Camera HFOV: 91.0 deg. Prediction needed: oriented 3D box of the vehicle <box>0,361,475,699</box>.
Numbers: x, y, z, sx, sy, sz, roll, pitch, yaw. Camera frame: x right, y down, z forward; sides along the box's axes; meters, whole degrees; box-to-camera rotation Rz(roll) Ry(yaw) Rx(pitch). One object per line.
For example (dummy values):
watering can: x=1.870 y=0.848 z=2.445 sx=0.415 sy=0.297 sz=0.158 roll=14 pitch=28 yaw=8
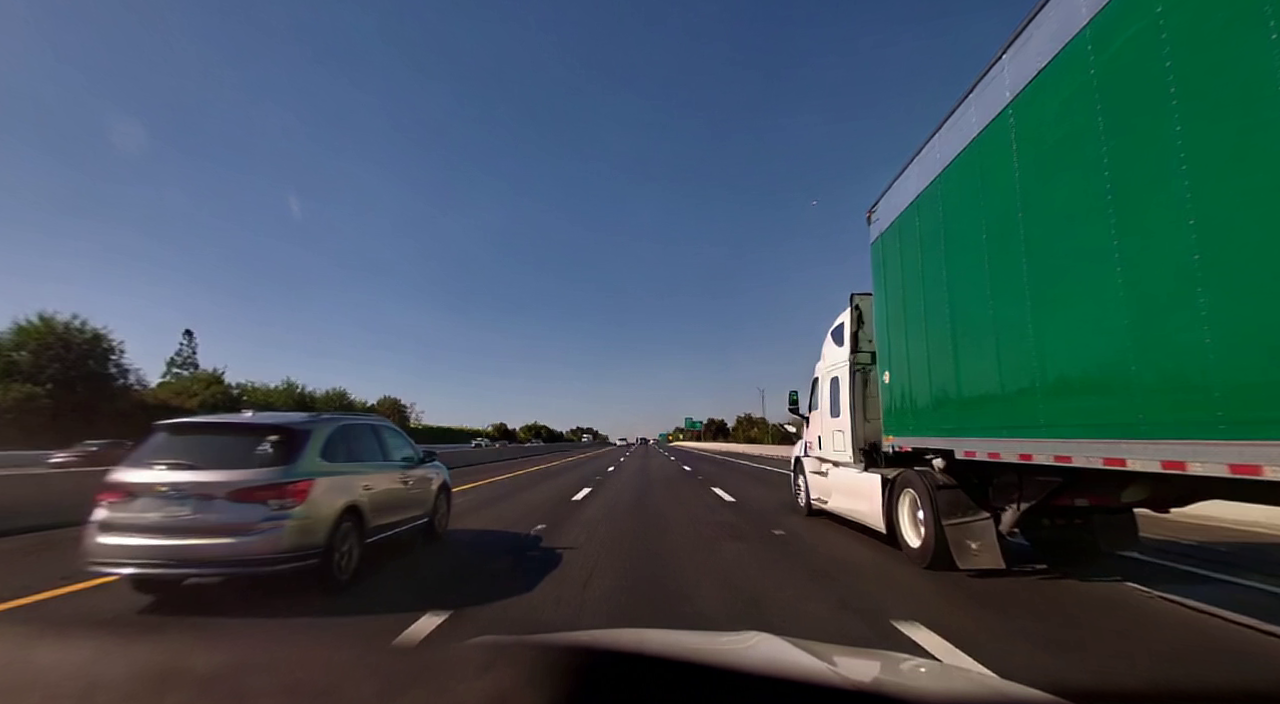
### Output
vehicle: x=-3.222 y=1.226 z=5.606 sx=2.189 sy=1.707 sz=4.692 roll=0 pitch=-8 yaw=1

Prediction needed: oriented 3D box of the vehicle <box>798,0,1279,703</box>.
vehicle: x=3.922 y=-0.289 z=2.825 sx=2.989 sy=4.067 sz=13.991 roll=0 pitch=-8 yaw=1
